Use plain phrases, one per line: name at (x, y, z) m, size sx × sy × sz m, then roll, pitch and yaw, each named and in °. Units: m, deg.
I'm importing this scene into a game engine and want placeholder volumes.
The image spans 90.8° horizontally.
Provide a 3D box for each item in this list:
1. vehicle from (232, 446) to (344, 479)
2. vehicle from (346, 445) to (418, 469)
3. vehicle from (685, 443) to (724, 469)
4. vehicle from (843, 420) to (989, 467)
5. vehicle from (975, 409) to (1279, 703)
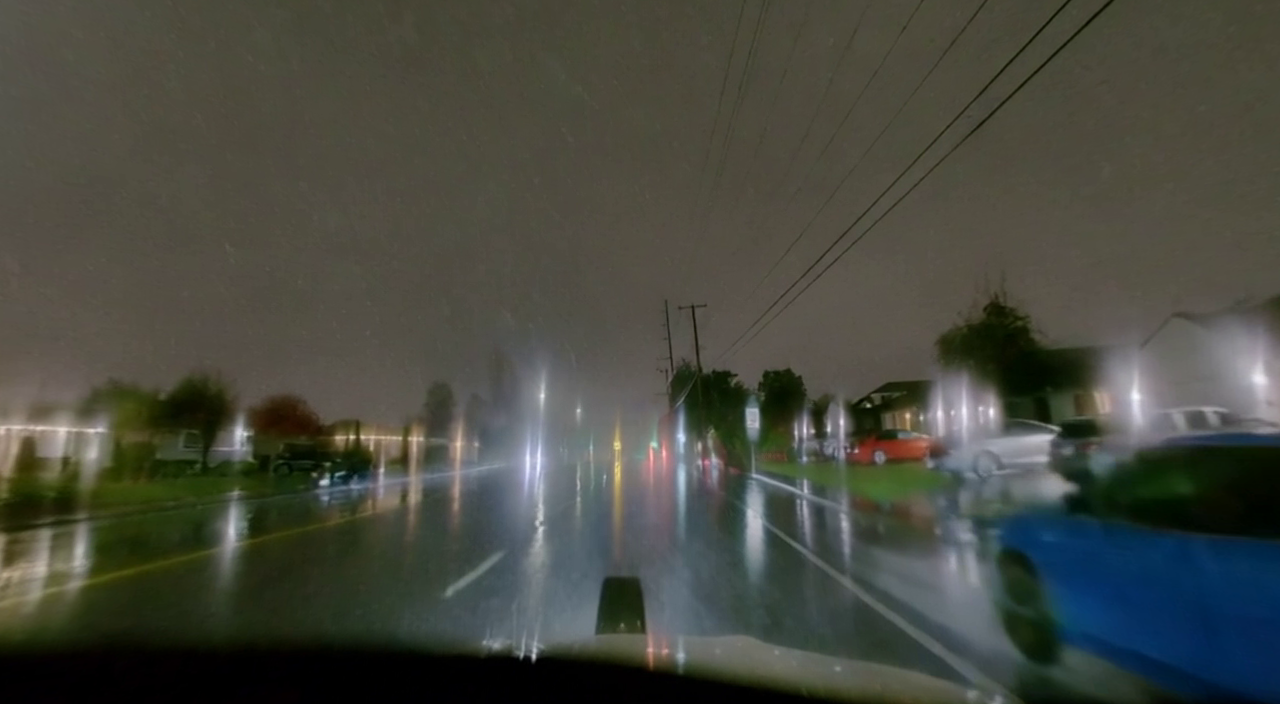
vehicle at (-19.799, 6.221, 35.737) m, size 5.044 × 1.782 × 2.152 m, roll 0°, pitch -8°, yaw 3°
vehicle at (-20.269, 8.285, 49.800) m, size 4.753 × 1.796 × 2.101 m, roll -1°, pitch -8°, yaw 6°
vehicle at (4.052, 6.646, 40.587) m, size 2.104 × 1.524 × 4.524 m, roll 1°, pitch -8°, yaw 1°
vehicle at (11.946, 3.973, 27.566) m, size 5.283 × 1.570 × 2.122 m, roll -4°, pitch -8°, yaw -2°
vehicle at (3.269, 0.941, 2.161) m, size 2.016 × 1.477 × 4.207 m, roll 0°, pitch -8°, yaw 2°
